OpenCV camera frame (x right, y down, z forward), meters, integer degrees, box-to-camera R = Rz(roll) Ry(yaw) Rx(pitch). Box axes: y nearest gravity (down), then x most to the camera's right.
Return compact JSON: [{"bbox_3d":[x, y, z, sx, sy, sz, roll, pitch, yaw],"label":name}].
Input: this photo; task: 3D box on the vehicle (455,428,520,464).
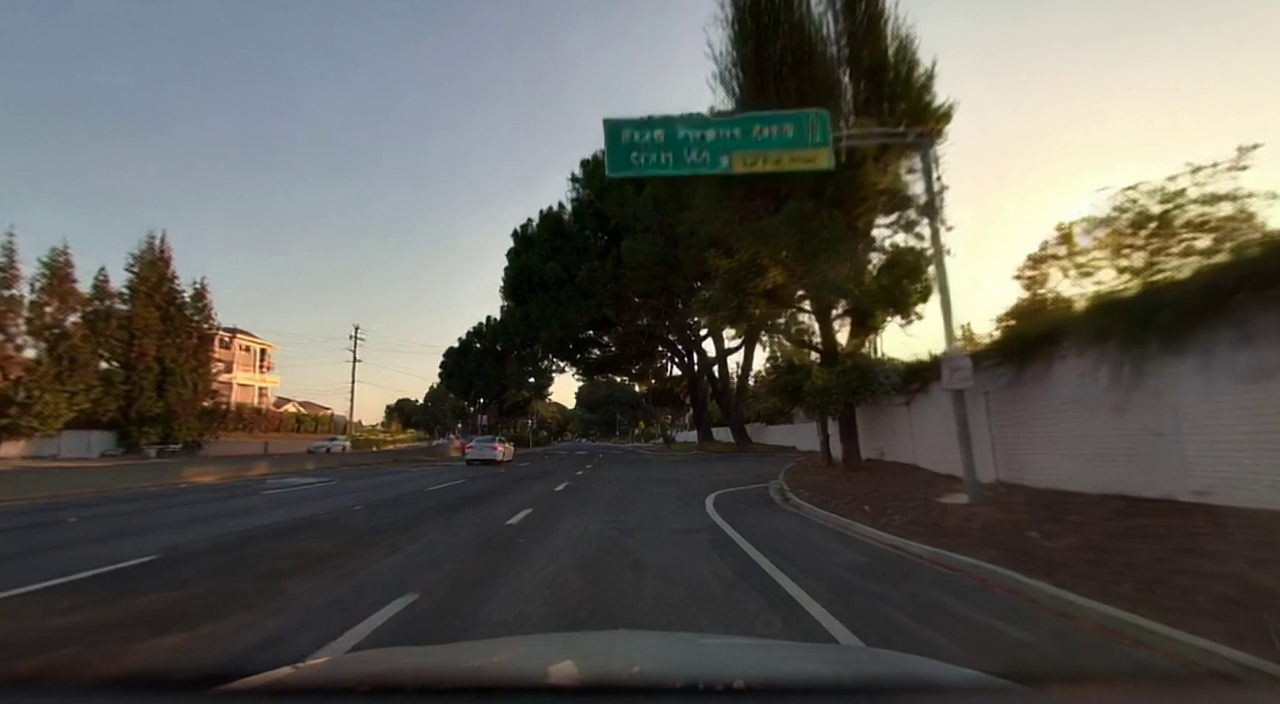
[{"bbox_3d":[-7.698,4.815,32.371,2.115,1.711,4.722,0,-8,1],"label":"vehicle"}]
